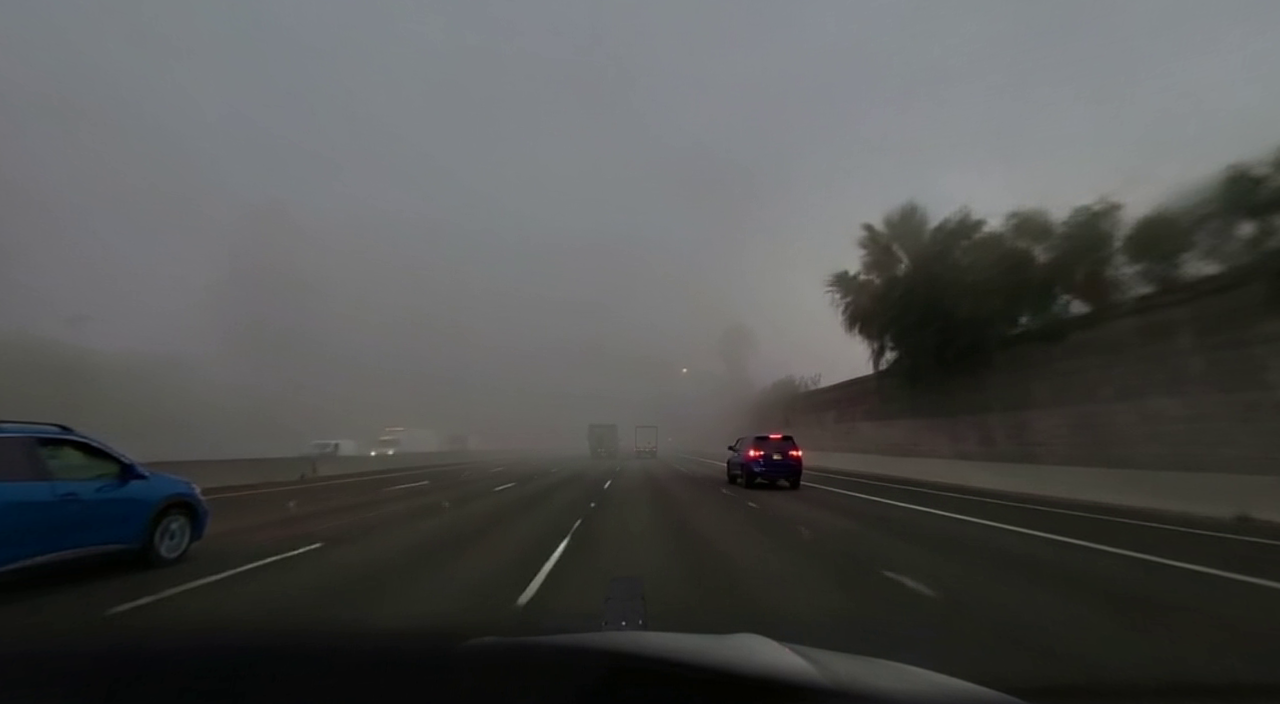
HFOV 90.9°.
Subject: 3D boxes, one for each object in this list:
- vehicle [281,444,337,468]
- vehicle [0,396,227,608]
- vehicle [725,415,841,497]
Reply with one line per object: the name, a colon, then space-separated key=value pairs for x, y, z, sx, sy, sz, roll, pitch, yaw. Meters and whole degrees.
vehicle: x=-20.824 y=6.565 z=39.848 sx=1.610 sy=1.420 sz=3.474 roll=0 pitch=-8 yaw=1
vehicle: x=-6.557 y=1.334 z=5.740 sx=2.289 sy=1.774 sz=4.871 roll=0 pitch=-8 yaw=0
vehicle: x=4.266 y=3.219 z=19.895 sx=2.408 sy=2.210 sz=4.999 roll=0 pitch=-8 yaw=-1
